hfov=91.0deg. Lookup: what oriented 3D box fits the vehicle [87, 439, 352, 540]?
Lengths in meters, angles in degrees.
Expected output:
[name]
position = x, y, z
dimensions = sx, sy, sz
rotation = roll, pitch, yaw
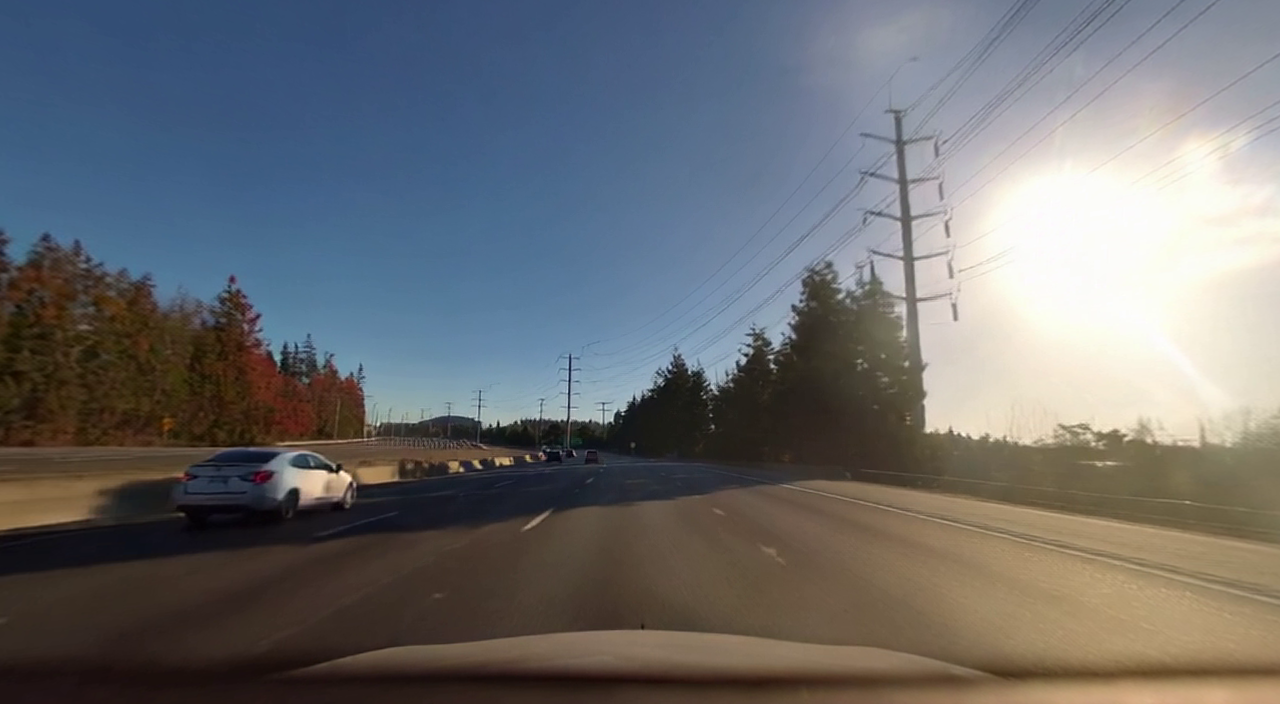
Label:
[vehicle]
position = -7.421, 2.432, 11.799
dimensions = 1.999, 1.527, 4.238
rotation = 0, -9, 0
